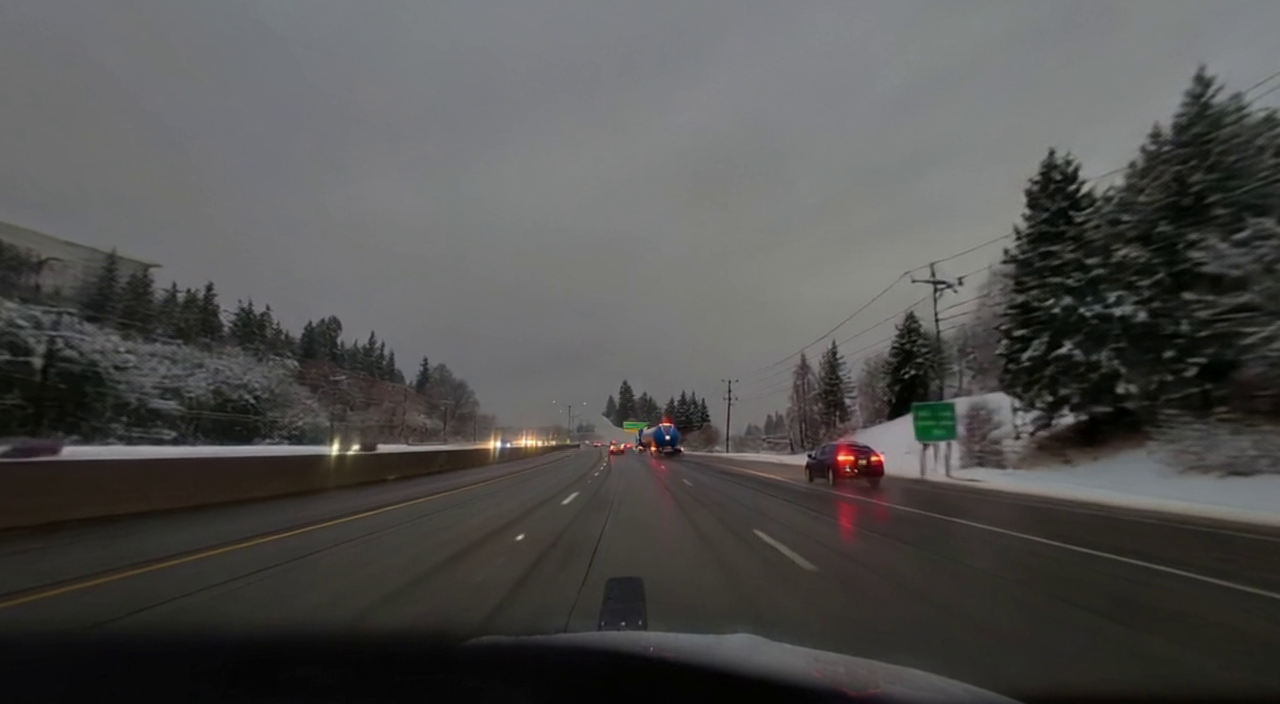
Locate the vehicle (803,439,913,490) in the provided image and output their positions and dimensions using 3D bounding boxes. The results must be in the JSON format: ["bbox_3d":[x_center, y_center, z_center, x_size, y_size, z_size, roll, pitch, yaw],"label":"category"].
[{"bbox_3d":[7.013,3.644,20.901,1.905,1.480,4.624,0,-8,-1],"label":"vehicle"}]

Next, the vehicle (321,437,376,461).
[{"bbox_3d":[-21.671,7.210,47.103,1.990,1.710,4.556,0,-8,-2],"label":"vehicle"}]
